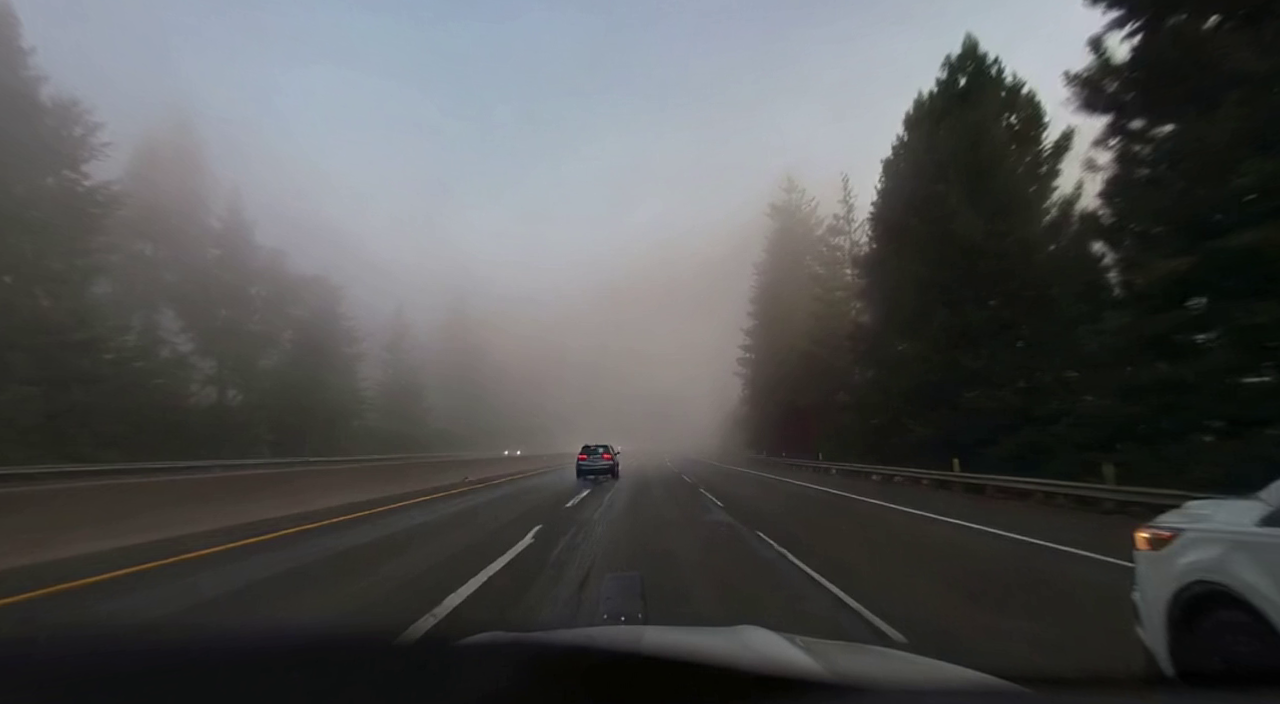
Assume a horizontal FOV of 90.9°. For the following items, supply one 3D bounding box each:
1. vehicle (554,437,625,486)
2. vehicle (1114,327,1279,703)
[{"bbox_3d":[-1.790,4.135,24.068,2.231,1.652,4.503,0,-9,2],"label":"vehicle"},{"bbox_3d":[3.668,0.557,1.066,2.166,1.756,4.538,0,-9,0],"label":"vehicle"}]
